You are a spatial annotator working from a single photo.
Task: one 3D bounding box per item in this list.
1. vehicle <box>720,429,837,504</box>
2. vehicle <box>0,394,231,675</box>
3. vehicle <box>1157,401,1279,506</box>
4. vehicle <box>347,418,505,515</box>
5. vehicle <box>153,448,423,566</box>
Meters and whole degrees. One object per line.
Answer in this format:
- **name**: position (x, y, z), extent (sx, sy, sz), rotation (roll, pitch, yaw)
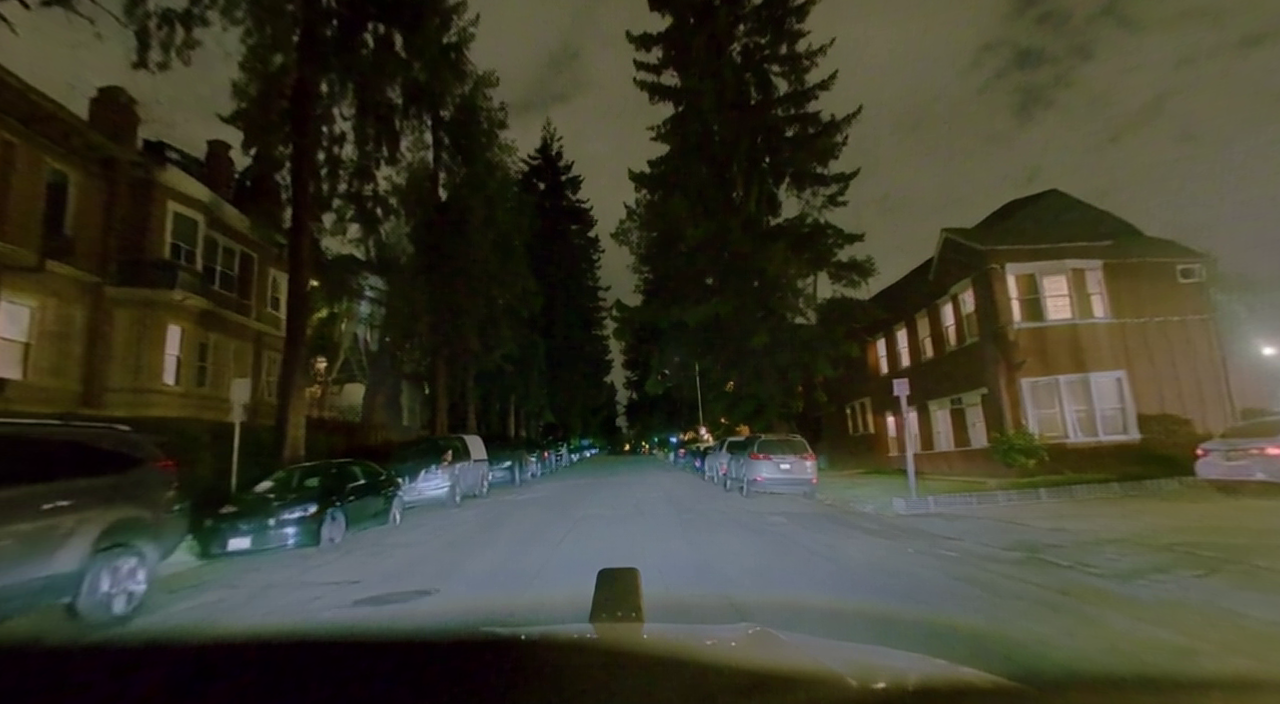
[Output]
- **vehicle**: position (3.491, 2.984, 16.951), extent (1.994, 1.710, 4.699), rotation (0, -8, -1)
- **vehicle**: position (-5.279, 1.218, 4.232), extent (2.042, 1.850, 4.758), rotation (0, -8, -3)
- **vehicle**: position (11.376, 1.629, 10.255), extent (4.336, 1.520, 1.876), rotation (0, -8, -2)
- **vehicle**: position (-5.335, 2.932, 16.758), extent (2.390, 2.123, 5.371), rotation (0, -8, -1)
- **vehicle**: position (-5.286, 2.328, 10.395), extent (1.858, 1.456, 4.587), rotation (0, -8, -1)
